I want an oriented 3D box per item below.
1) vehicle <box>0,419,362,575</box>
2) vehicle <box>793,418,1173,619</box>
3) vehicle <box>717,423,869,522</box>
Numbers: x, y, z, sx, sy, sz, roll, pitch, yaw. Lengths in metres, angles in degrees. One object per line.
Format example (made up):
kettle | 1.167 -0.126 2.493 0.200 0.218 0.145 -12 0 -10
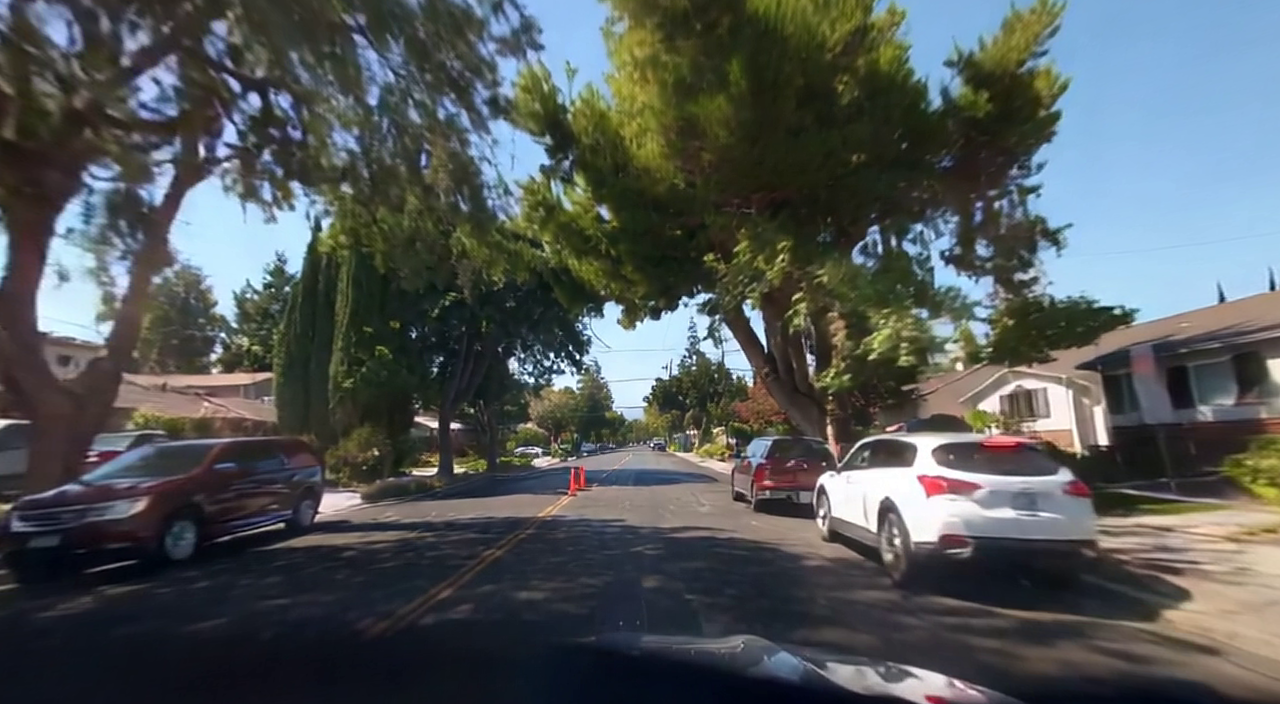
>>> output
vehicle | -6.922 2.202 10.416 2.266 1.877 5.167 -1 -9 1
vehicle | 3.344 1.683 7.472 1.896 1.602 4.571 0 -8 0
vehicle | 3.032 2.509 13.769 2.056 1.741 4.810 0 -8 -1
